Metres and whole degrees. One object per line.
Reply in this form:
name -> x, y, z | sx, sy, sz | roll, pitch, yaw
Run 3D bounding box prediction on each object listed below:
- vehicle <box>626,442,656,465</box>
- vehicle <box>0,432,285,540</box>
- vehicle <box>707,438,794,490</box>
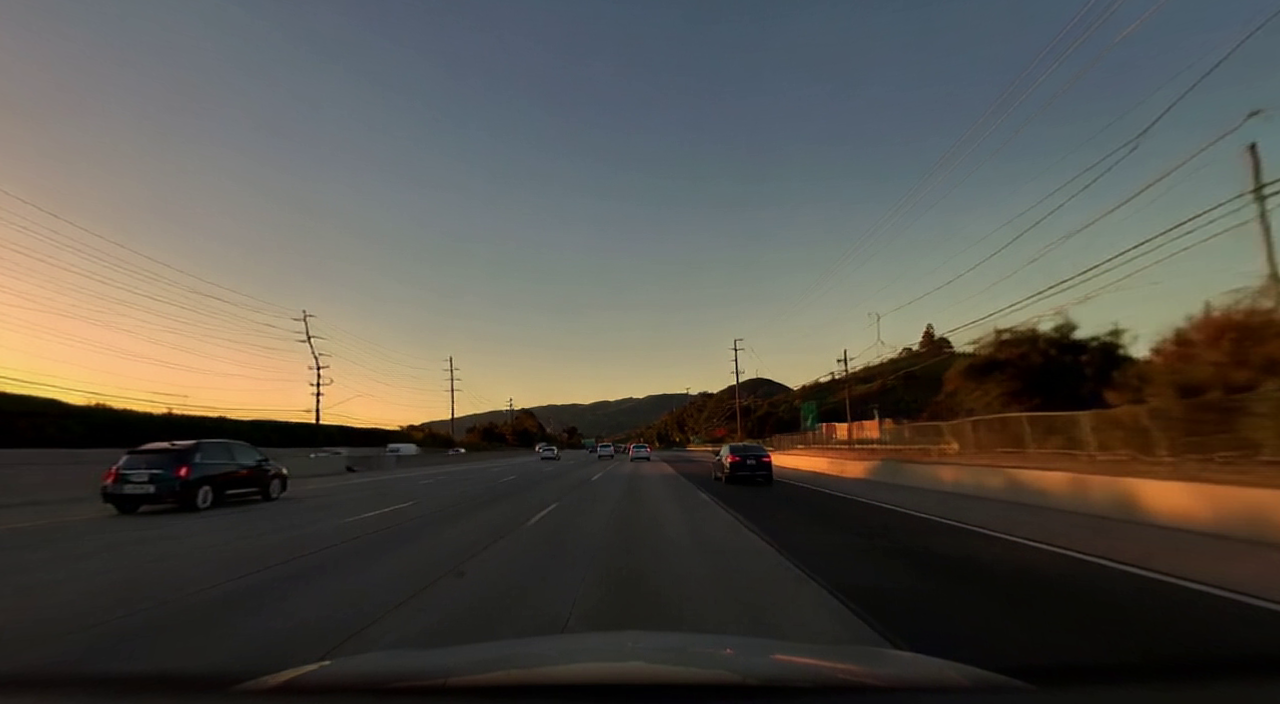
vehicle -> 0.105, 7.123, 44.458 | 2.036, 1.474, 3.969 | 0, -8, 1
vehicle -> -10.361, 2.765, 13.836 | 2.241, 1.810, 4.966 | -3, -8, 1
vehicle -> 3.522, 3.675, 21.008 | 2.060, 1.526, 4.387 | 0, -8, -1
